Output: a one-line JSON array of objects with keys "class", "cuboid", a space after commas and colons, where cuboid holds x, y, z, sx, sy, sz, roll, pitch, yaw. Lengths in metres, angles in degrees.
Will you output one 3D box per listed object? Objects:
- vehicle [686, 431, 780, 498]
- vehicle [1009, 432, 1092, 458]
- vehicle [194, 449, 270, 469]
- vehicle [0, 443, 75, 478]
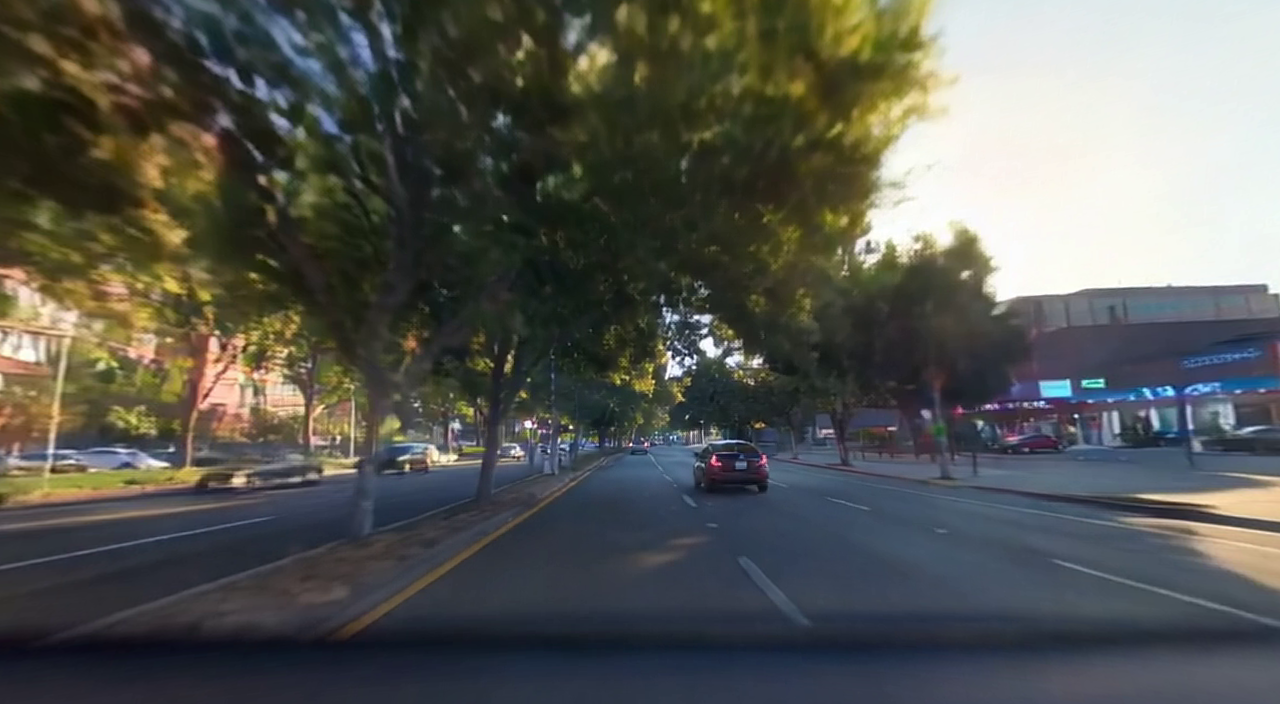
[{"class": "vehicle", "cuboid": [2.528, 3.189, 18.316, 1.963, 1.677, 4.229, 0, -8, -2]}, {"class": "vehicle", "cuboid": [32.080, 7.262, 49.452, 4.867, 1.962, 2.172, 0, -8, 0]}, {"class": "vehicle", "cuboid": [-29.543, 7.755, 45.810, 4.215, 1.415, 1.843, 0, -8, -1]}, {"class": "vehicle", "cuboid": [-29.546, 5.064, 29.412, 4.545, 1.531, 1.947, -2, -9, 0]}]
